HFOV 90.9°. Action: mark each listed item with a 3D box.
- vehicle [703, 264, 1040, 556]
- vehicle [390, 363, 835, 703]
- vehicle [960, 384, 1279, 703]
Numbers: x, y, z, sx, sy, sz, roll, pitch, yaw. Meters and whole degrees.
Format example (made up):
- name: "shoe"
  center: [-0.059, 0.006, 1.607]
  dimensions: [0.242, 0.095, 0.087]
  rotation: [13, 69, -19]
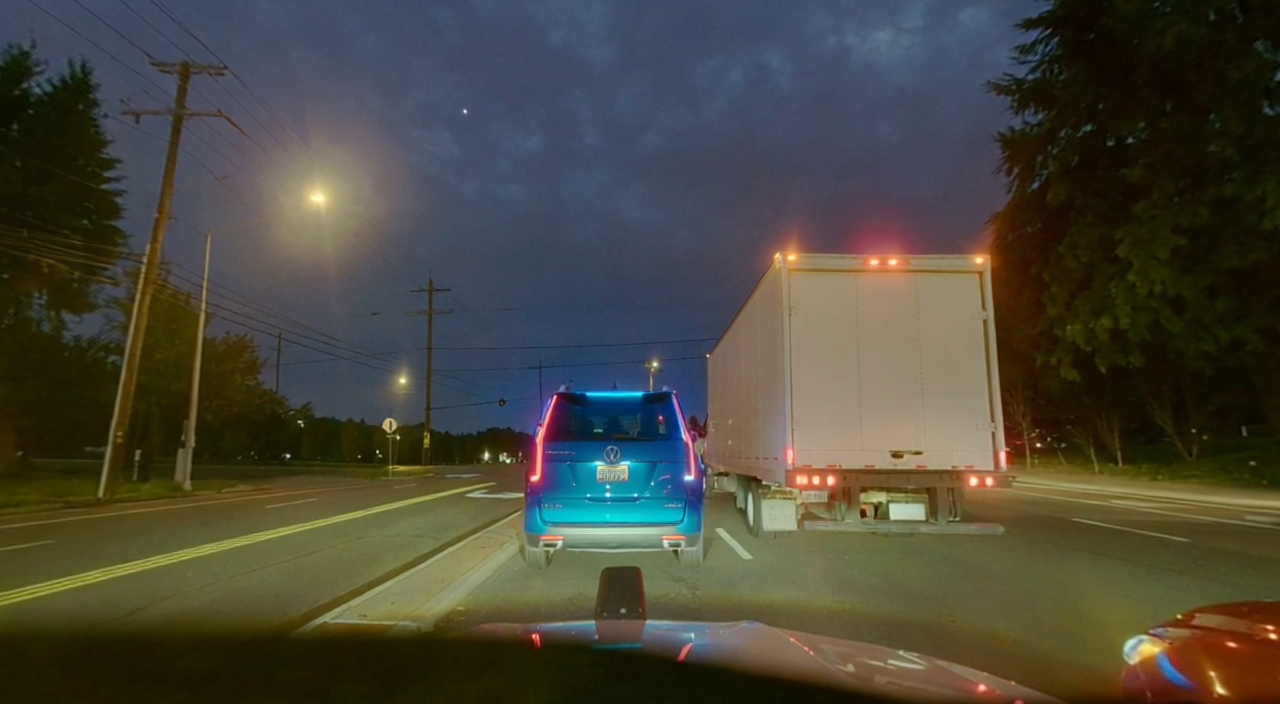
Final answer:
- name: "vehicle"
  center: [3.219, 1.292, 12.095]
  dimensions: [2.915, 3.559, 8.848]
  rotation: [0, -8, -1]
- name: "vehicle"
  center: [-0.126, 1.229, 5.199]
  dimensions: [2.114, 1.732, 4.230]
  rotation: [0, -8, 0]
- name: "vehicle"
  center: [2.829, 0.746, 1.195]
  dimensions: [1.971, 1.484, 4.728]
  rotation: [0, -8, 0]
